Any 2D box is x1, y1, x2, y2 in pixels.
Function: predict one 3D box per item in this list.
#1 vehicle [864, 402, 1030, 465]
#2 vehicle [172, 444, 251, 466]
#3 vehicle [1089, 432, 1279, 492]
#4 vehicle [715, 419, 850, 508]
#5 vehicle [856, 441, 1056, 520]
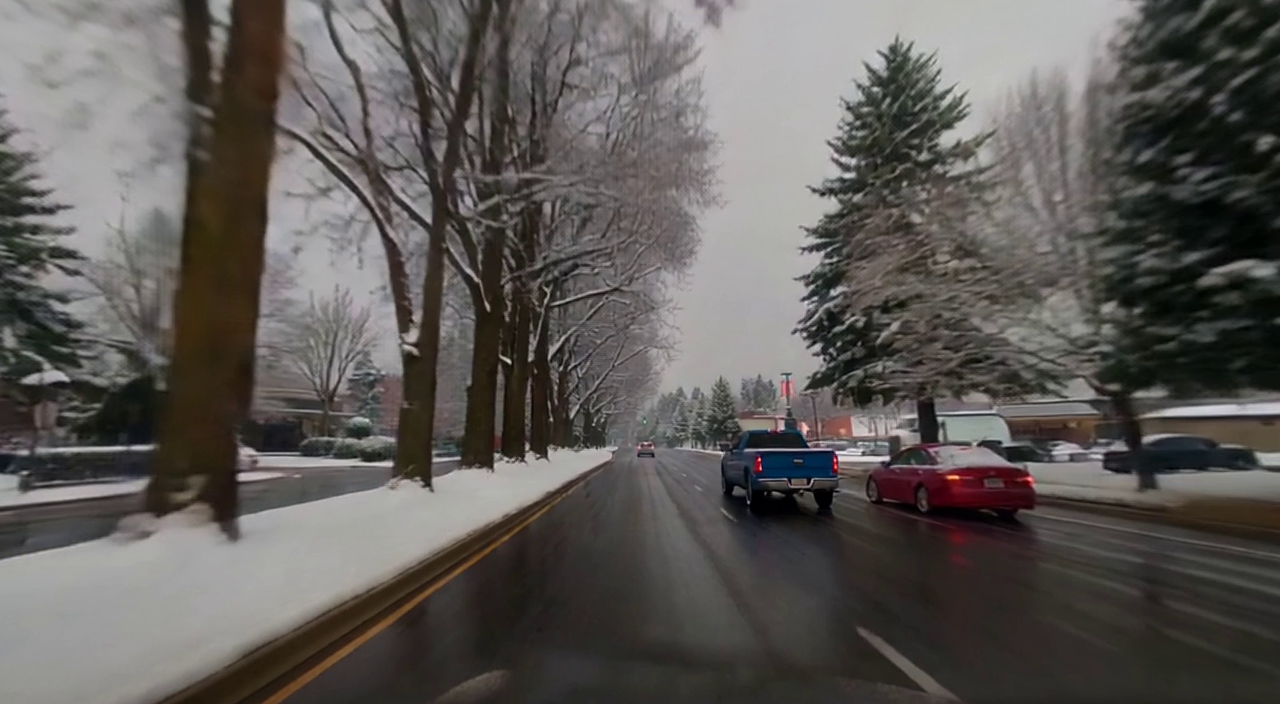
[{"bbox_3d":[18.853,5.090,39.290,8.393,3.716,3.472,1,-8,-2],"label":"vehicle"},{"bbox_3d":[-28.899,6.924,42.642,4.189,1.429,1.668,0,-8,4],"label":"vehicle"},{"bbox_3d":[17.759,3.500,20.508,4.747,1.761,2.043,-3,-9,22],"label":"vehicle"},{"bbox_3d":[3.288,2.706,15.865,2.138,1.836,5.245,0,-8,-1],"label":"vehicle"},{"bbox_3d":[6.780,2.775,14.340,2.012,1.460,4.812,0,-8,-1],"label":"vehicle"}]
